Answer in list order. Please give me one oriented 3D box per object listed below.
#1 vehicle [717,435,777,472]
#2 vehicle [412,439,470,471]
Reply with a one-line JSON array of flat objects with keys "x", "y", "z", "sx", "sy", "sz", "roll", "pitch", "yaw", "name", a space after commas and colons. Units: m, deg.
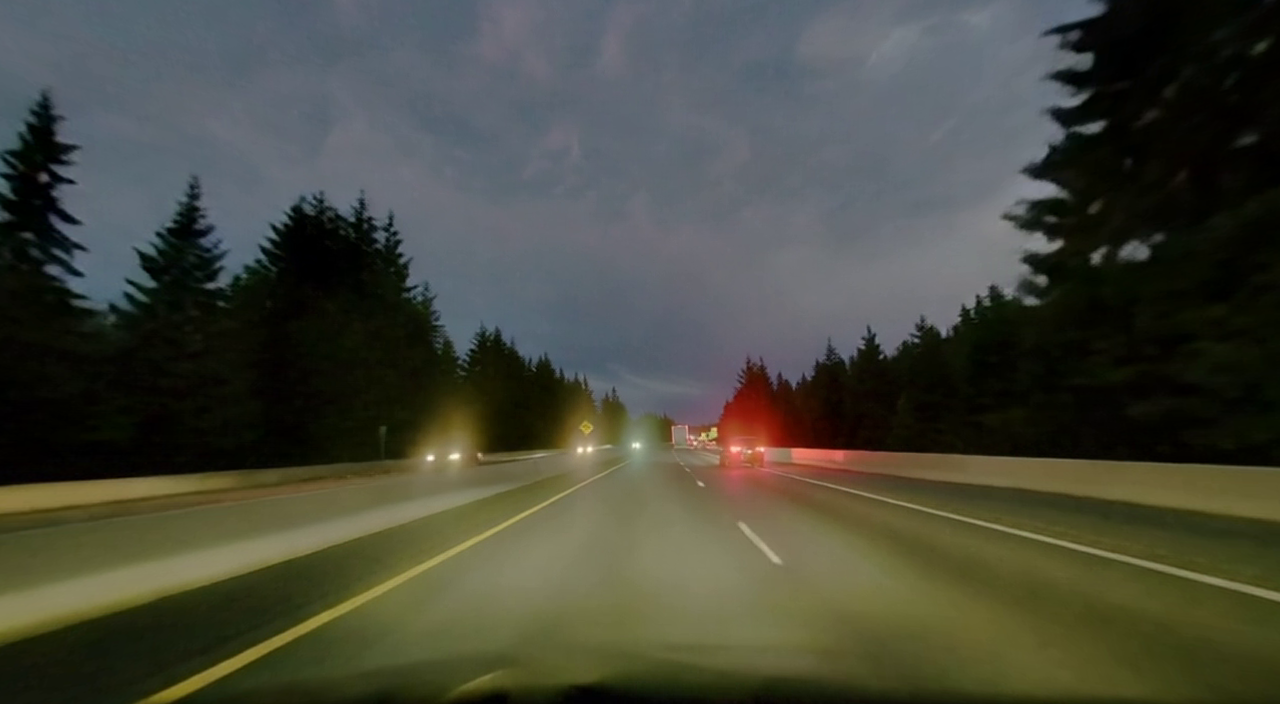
[{"x": 4.719, "y": 4.537, "z": 28.339, "sx": 1.954, "sy": 1.550, "sz": 4.140, "roll": 0, "pitch": -8, "yaw": 0, "name": "vehicle"}, {"x": -11.960, "y": 6.202, "z": 38.091, "sx": 1.972, "sy": 1.787, "sz": 4.260, "roll": -1, "pitch": -8, "yaw": 1, "name": "vehicle"}]
